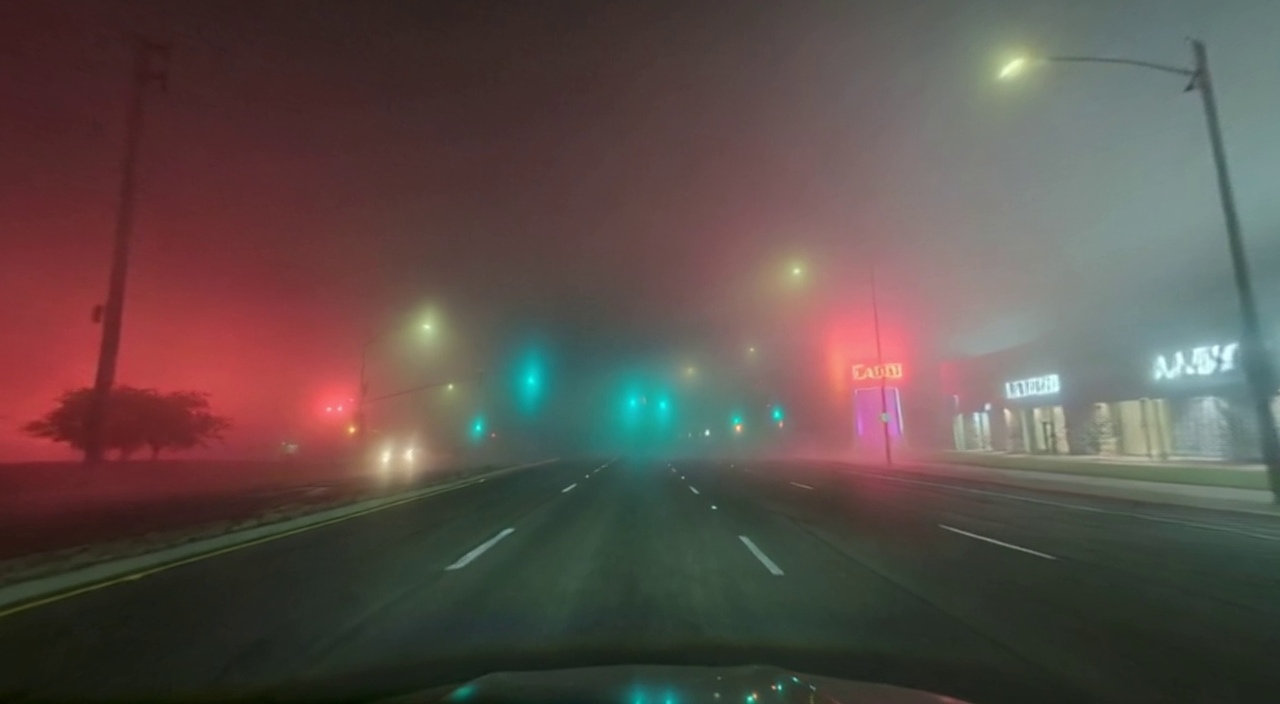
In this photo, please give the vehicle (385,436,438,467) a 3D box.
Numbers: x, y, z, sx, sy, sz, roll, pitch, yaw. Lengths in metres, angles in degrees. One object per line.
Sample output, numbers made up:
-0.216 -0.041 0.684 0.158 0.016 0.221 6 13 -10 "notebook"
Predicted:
-15.012 6.538 41.649 2.208 1.924 5.018 2 -8 -8 "vehicle"
